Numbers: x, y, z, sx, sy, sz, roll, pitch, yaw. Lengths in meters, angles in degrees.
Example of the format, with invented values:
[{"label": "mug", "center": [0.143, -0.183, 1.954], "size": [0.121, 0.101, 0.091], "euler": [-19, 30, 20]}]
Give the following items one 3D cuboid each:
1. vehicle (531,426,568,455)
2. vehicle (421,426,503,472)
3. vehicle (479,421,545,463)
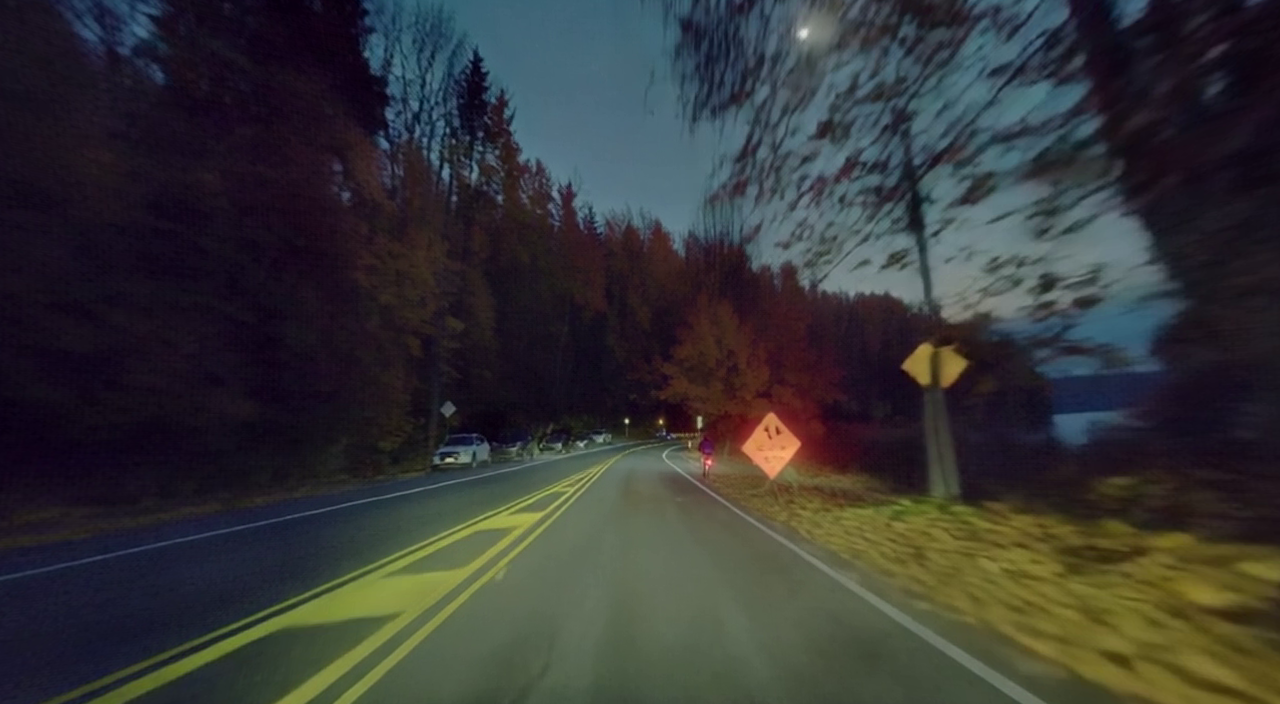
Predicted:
[{"label": "vehicle", "center": [-6.944, 6.896, 48.911], "size": [1.955, 1.908, 4.680], "euler": [-5, -9, 0]}, {"label": "vehicle", "center": [-7.631, 4.178, 27.502], "size": [1.991, 1.759, 4.443], "euler": [-3, -8, 5]}, {"label": "vehicle", "center": [-7.052, 5.061, 35.370], "size": [2.312, 2.075, 5.748], "euler": [-3, -9, 2]}]
